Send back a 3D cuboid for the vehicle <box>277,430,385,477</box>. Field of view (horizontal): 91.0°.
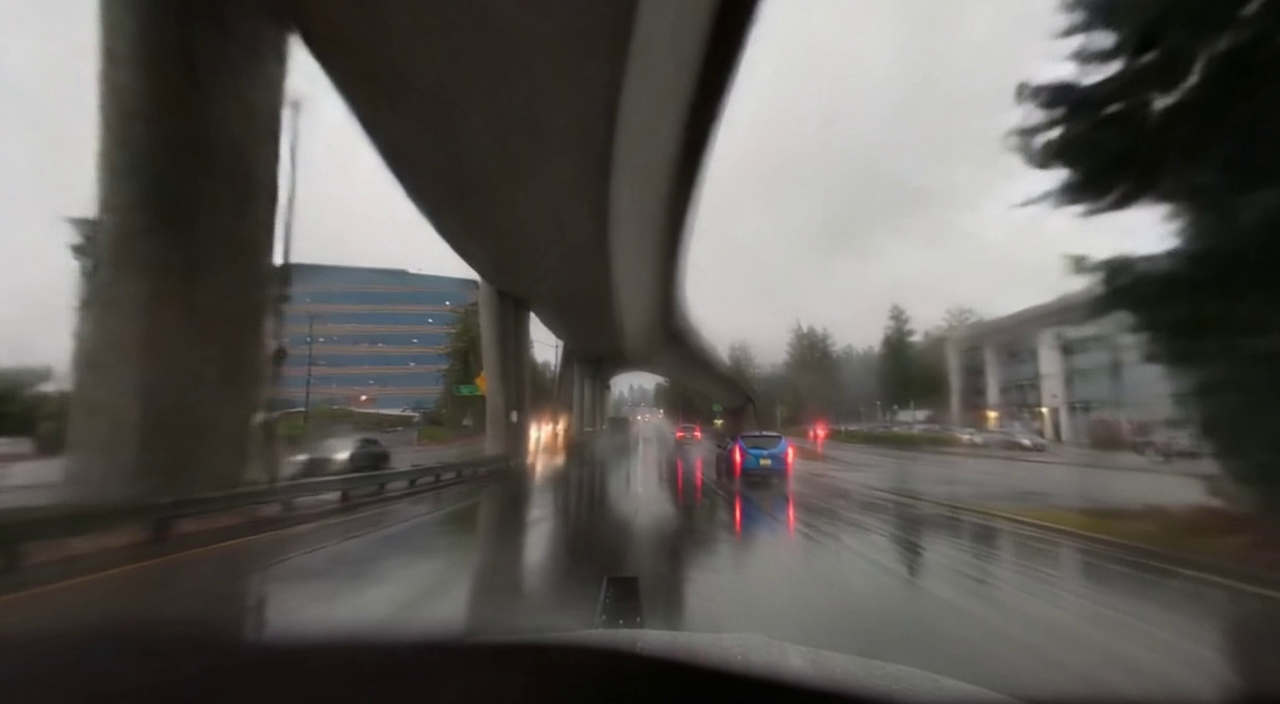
[{"bbox_3d":[-12.249,4.042,25.337,1.976,1.694,4.453,0,-8,2],"label":"vehicle"}]

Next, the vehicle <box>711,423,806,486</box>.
[{"bbox_3d":[3.569,3.187,19.849,2.110,1.712,4.489,0,-8,0],"label":"vehicle"}]
